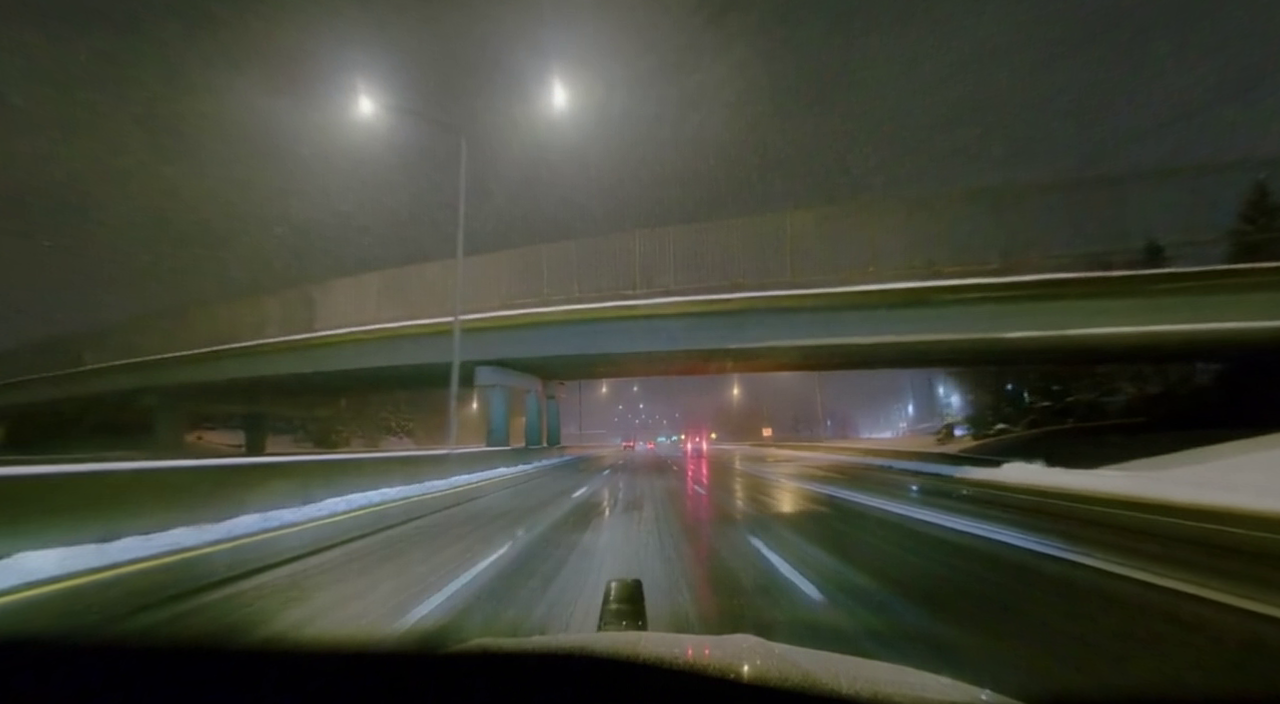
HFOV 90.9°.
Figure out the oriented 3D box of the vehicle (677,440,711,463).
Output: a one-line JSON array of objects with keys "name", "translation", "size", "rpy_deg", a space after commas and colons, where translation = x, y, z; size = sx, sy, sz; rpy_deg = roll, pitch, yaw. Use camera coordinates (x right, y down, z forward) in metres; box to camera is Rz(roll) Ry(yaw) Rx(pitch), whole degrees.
[{"name": "vehicle", "translation": [3.764, 7.087, 44.920], "size": [1.949, 1.515, 4.374], "rpy_deg": [0, -9, -1]}]
